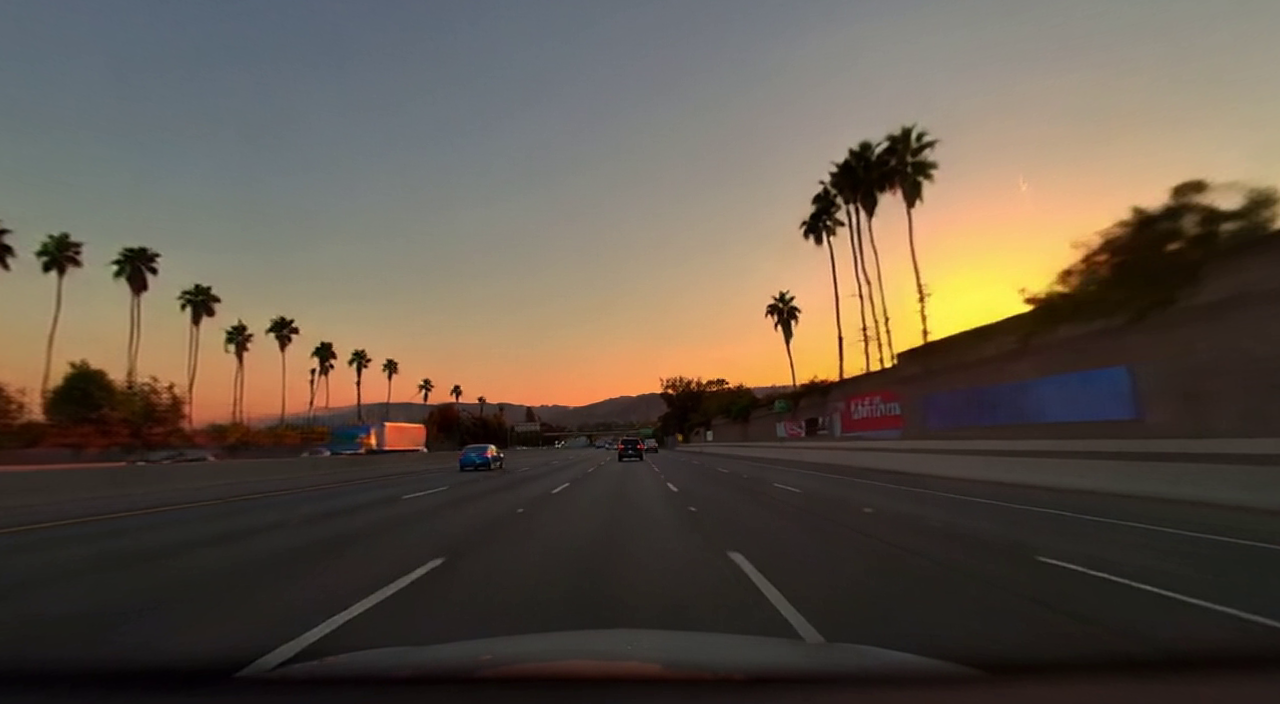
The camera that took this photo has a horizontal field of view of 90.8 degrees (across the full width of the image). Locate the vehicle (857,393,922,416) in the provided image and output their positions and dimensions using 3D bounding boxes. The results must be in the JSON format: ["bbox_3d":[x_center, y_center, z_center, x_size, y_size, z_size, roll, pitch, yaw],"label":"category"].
[{"bbox_3d":[16.651,3.496,42.231,3.548,1.362,1.745,-1,-9,1],"label":"vehicle"}]

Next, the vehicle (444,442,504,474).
[{"bbox_3d":[-8.563,5.492,33.011,1.971,1.552,4.465,0,-9,0],"label":"vehicle"}]

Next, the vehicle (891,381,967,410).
[{"bbox_3d":[16.930,2.572,37.107,3.587,1.458,1.870,1,-8,2],"label":"vehicle"}]

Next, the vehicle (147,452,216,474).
[{"bbox_3d":[-33.295,8.054,45.999,1.821,1.429,4.287,0,-9,0],"label":"vehicle"}]
